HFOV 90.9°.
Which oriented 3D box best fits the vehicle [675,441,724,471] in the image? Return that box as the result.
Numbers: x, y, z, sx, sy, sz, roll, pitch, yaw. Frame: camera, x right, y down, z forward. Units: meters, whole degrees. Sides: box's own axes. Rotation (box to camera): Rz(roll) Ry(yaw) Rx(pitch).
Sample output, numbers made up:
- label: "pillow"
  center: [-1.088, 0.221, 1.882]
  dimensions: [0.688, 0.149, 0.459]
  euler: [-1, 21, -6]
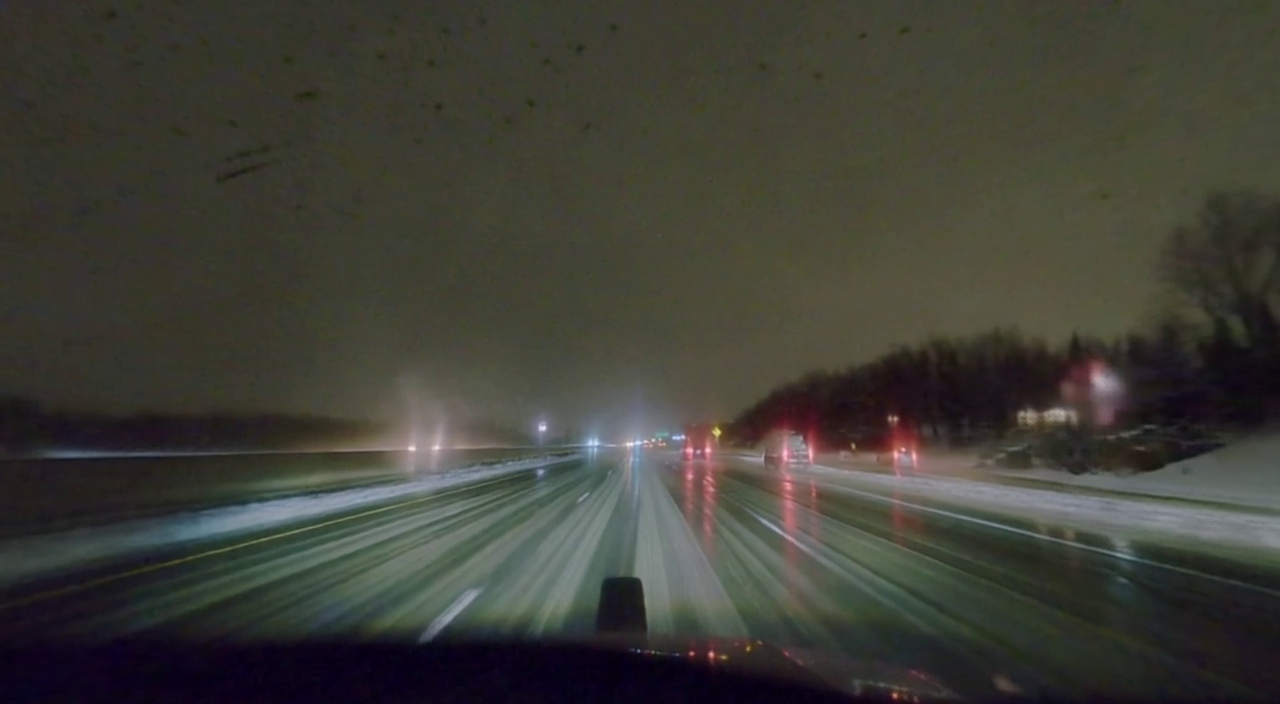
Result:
- label: "vehicle"
  center: [3.139, 5.601, 34.209]
  dimensions: [2.193, 1.462, 4.533]
  euler: [0, -8, -1]

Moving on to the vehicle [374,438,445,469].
- label: "vehicle"
  center: [-13.889, 6.146, 38.400]
  dimensions: [2.169, 1.748, 5.228]
  euler: [-1, -8, 2]
